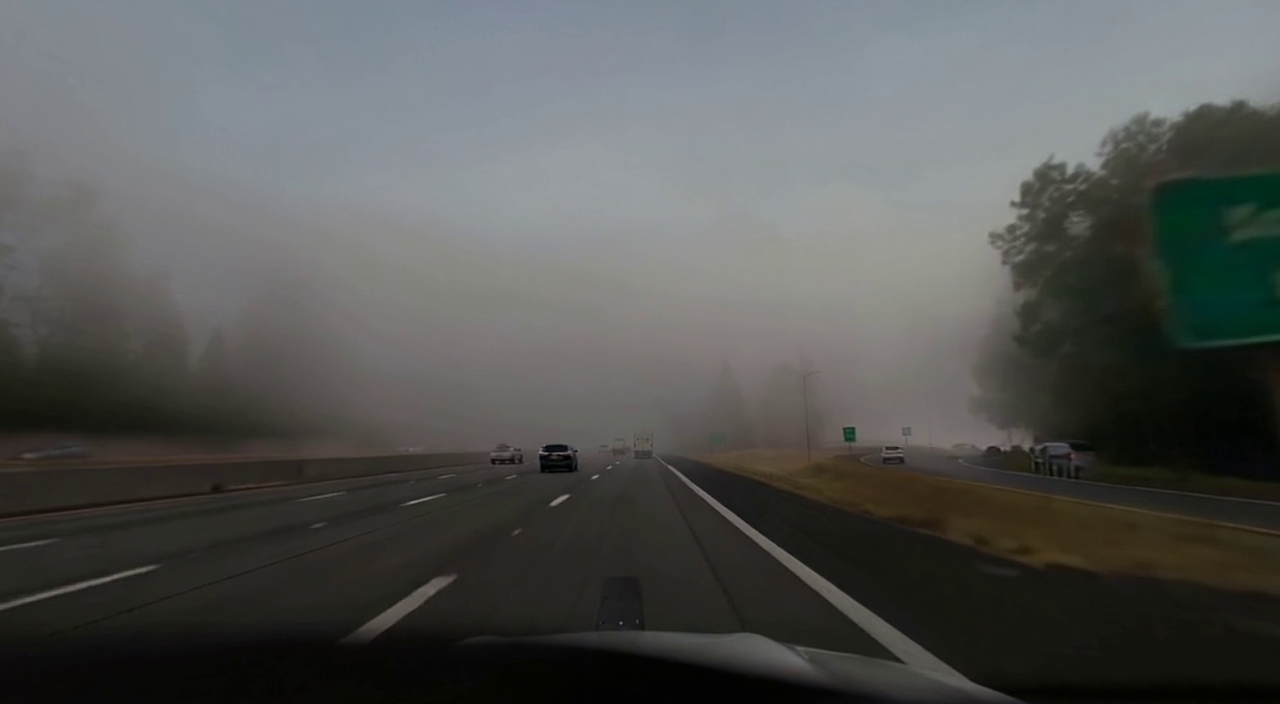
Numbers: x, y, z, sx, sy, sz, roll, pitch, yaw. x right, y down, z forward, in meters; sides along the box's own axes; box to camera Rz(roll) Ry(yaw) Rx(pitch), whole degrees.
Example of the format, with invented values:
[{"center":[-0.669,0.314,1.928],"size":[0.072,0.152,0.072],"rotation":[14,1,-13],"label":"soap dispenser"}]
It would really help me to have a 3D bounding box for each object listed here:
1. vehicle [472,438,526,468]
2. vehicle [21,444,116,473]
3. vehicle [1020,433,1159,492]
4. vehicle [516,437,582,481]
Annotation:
[{"center":[-10.278,7.398,46.428],"size":[2.519,2.029,6.180],"rotation":[0,-9,1],"label":"vehicle"},{"center":[-31.227,5.822,34.560],"size":[1.651,1.464,3.729],"rotation":[0,-9,1],"label":"vehicle"},{"center":[15.710,3.873,22.415],"size":[2.200,1.827,4.822],"rotation":[-2,-9,12],"label":"vehicle"},{"center":[-3.788,4.547,26.926],"size":[2.094,1.695,4.260],"rotation":[0,-9,1],"label":"vehicle"}]
